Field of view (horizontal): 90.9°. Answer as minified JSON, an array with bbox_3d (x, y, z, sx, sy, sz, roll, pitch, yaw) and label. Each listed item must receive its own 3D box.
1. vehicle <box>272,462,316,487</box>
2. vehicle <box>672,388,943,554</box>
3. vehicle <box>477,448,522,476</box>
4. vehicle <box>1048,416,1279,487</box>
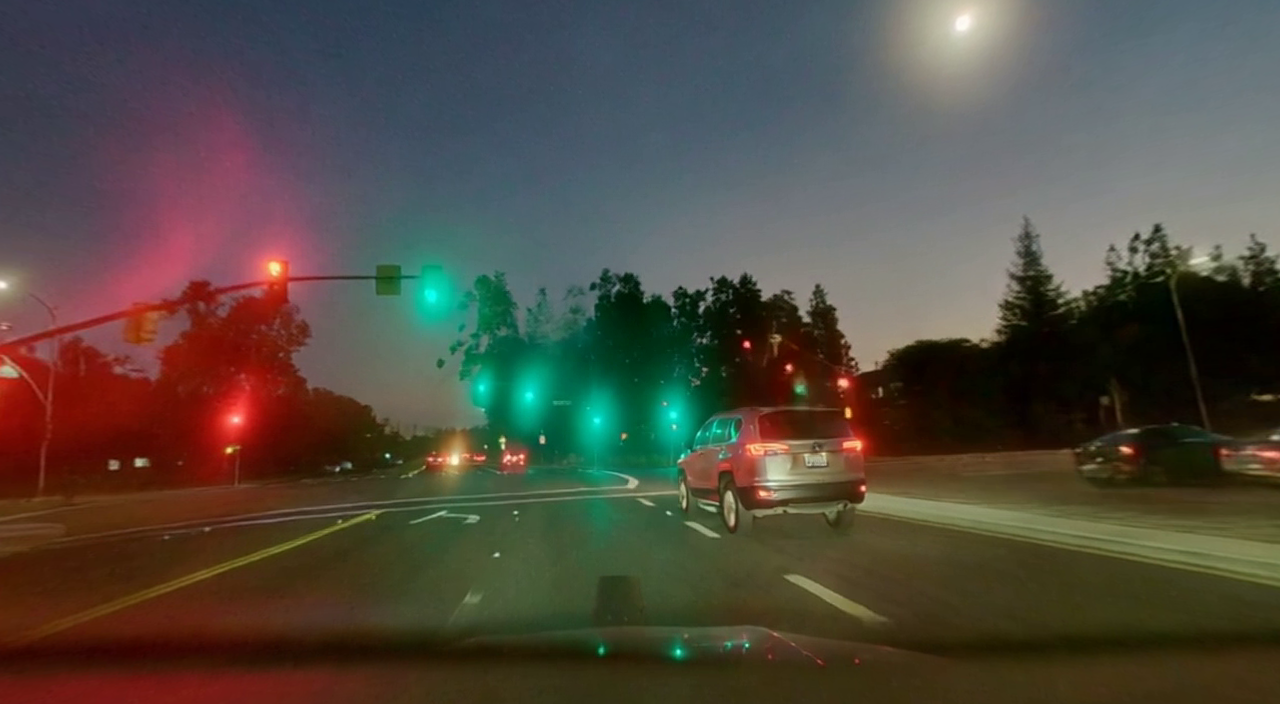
[{"bbox_3d":[-25.208,8.927,46.042,1.955,1.509,4.640,-1,-8,-18],"label":"vehicle"},{"bbox_3d":[2.311,1.914,10.889,2.338,2.063,5.592,1,-9,-10],"label":"vehicle"},{"bbox_3d":[-9.277,7.156,41.332,2.138,1.729,4.178,3,-9,-22],"label":"vehicle"},{"bbox_3d":[12.385,2.361,15.044,3.823,1.527,1.986,-1,-9,1],"label":"vehicle"}]
